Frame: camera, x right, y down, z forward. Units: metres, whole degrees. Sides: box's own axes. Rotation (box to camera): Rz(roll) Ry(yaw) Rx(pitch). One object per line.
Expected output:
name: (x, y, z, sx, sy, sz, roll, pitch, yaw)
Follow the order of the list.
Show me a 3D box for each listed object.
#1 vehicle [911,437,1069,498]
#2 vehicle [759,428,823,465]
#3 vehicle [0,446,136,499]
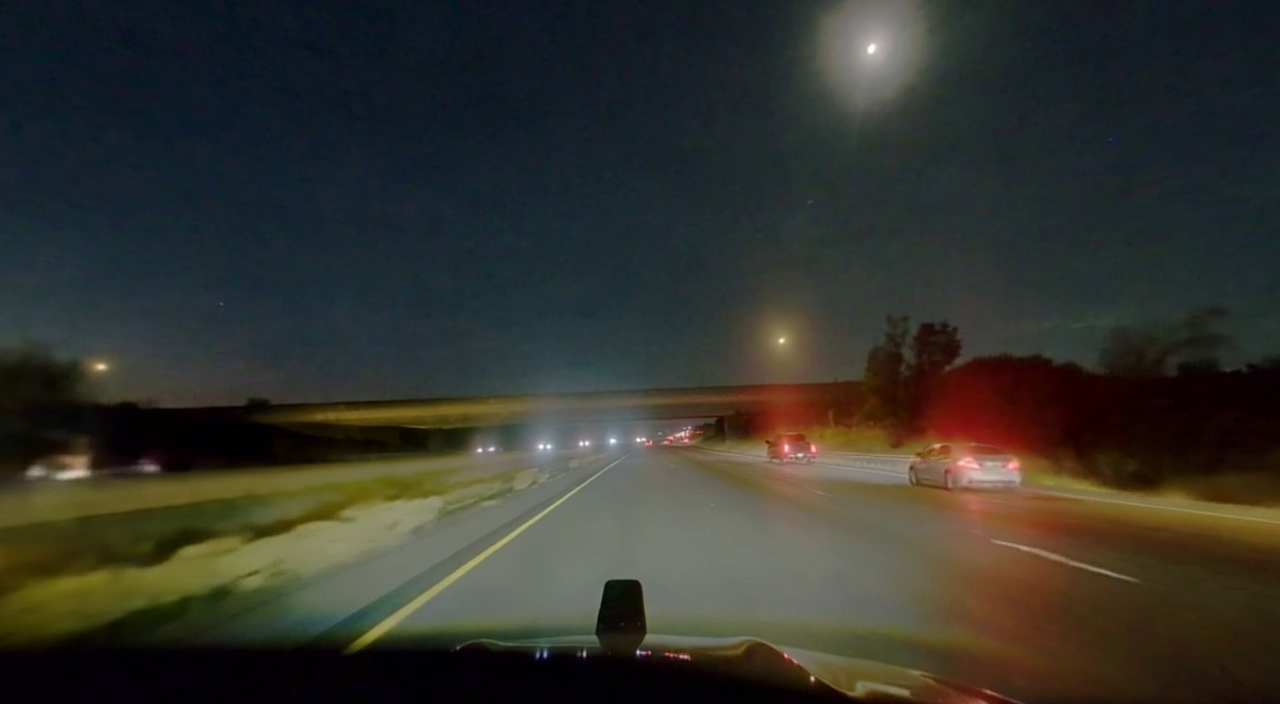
vehicle: (9.515, 3.139, 17.508, 1.927, 1.472, 4.076, 0, -8, -2)
vehicle: (8.936, 5.670, 37.698, 2.362, 2.037, 5.409, 0, -8, -1)
vehicle: (-21.122, 4.262, 22.661, 1.988, 1.665, 4.631, 0, -8, 0)
